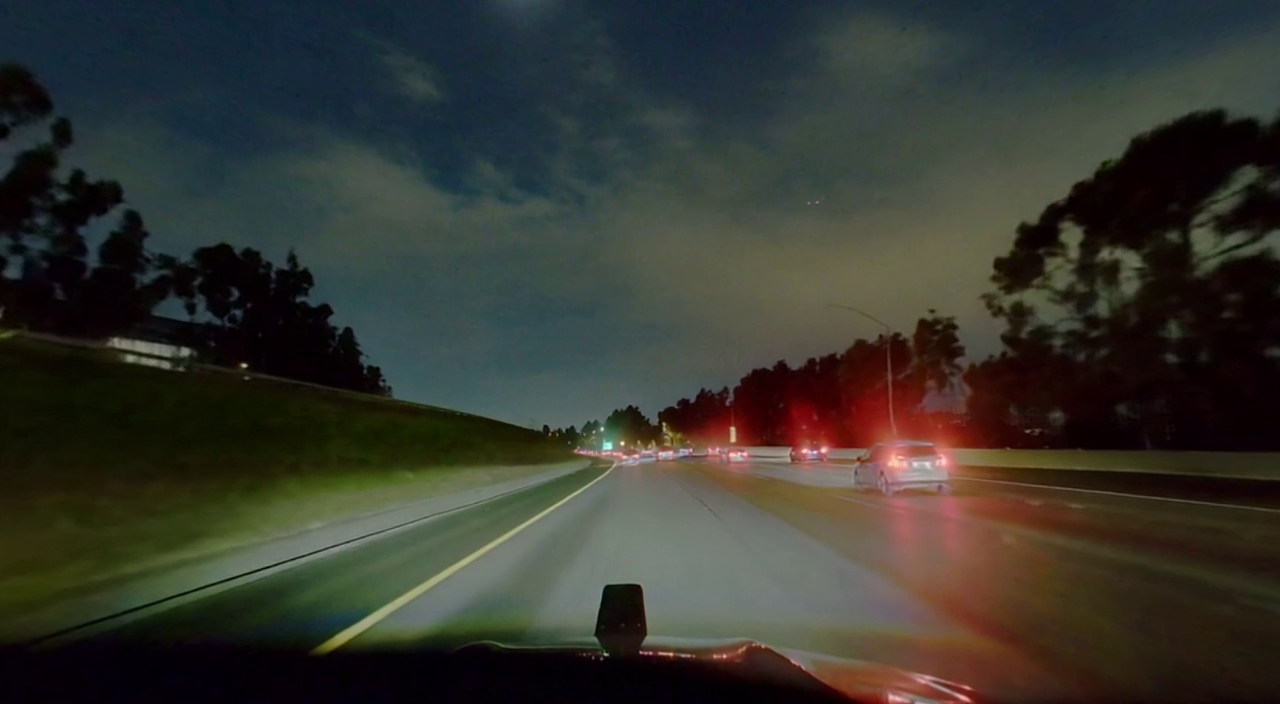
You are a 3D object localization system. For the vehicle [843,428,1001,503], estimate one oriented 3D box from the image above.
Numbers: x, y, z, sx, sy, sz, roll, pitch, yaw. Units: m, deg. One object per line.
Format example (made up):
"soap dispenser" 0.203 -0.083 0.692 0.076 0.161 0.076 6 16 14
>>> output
"vehicle" 7.273 2.966 16.887 2.048 1.697 4.689 0 -8 0

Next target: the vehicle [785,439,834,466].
"vehicle" 10.963 6.509 40.831 1.986 1.644 4.126 0 -8 -1

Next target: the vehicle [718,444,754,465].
"vehicle" 6.959 7.480 45.943 1.940 1.482 3.644 0 -8 -2
